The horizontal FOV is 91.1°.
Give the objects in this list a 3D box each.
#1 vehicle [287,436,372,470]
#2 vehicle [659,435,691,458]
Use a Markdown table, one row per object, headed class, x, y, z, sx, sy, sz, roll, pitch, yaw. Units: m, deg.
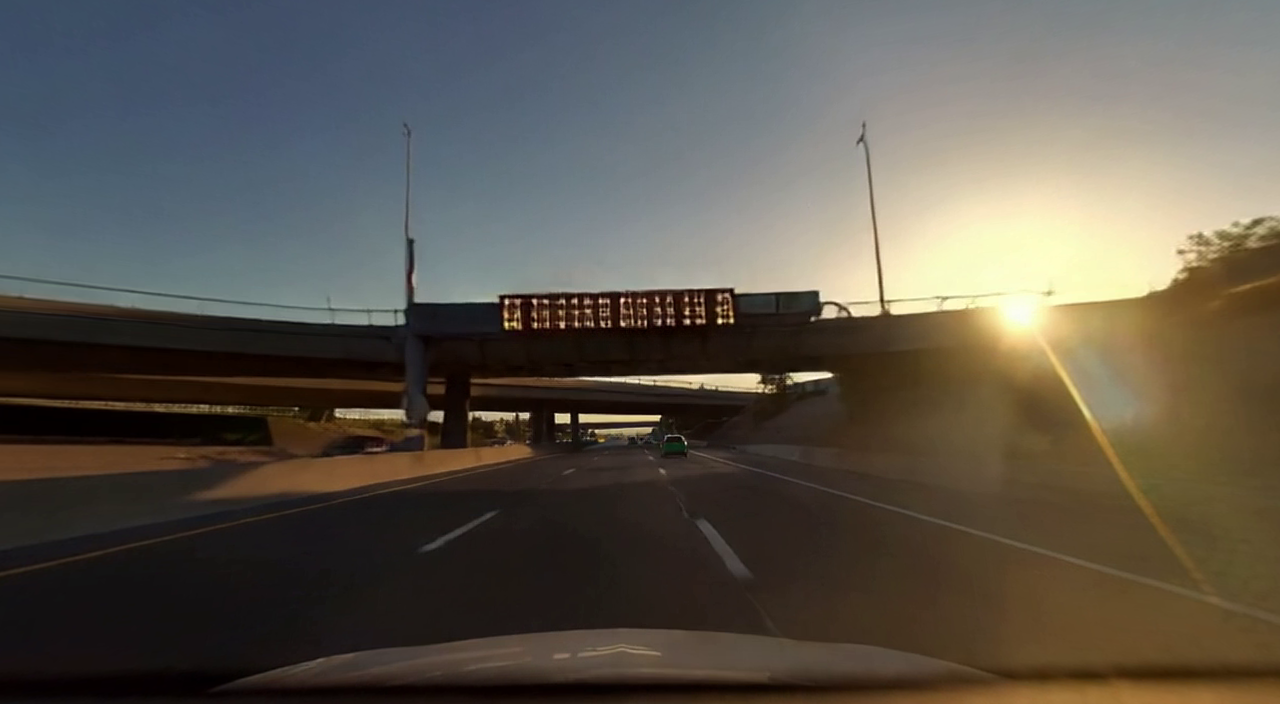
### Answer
| class | x | y | z | sx | sy | sz | roll | pitch | yaw |
| --- | --- | --- | --- | --- | --- | --- | --- | --- | --- |
| vehicle | -16.212 | 5.260 | 33.108 | 1.988 | 1.629 | 4.622 | 0 | -8 | 2 |
| vehicle | 2.331 | 6.373 | 42.685 | 1.946 | 1.481 | 3.969 | 0 | -8 | 0 |
